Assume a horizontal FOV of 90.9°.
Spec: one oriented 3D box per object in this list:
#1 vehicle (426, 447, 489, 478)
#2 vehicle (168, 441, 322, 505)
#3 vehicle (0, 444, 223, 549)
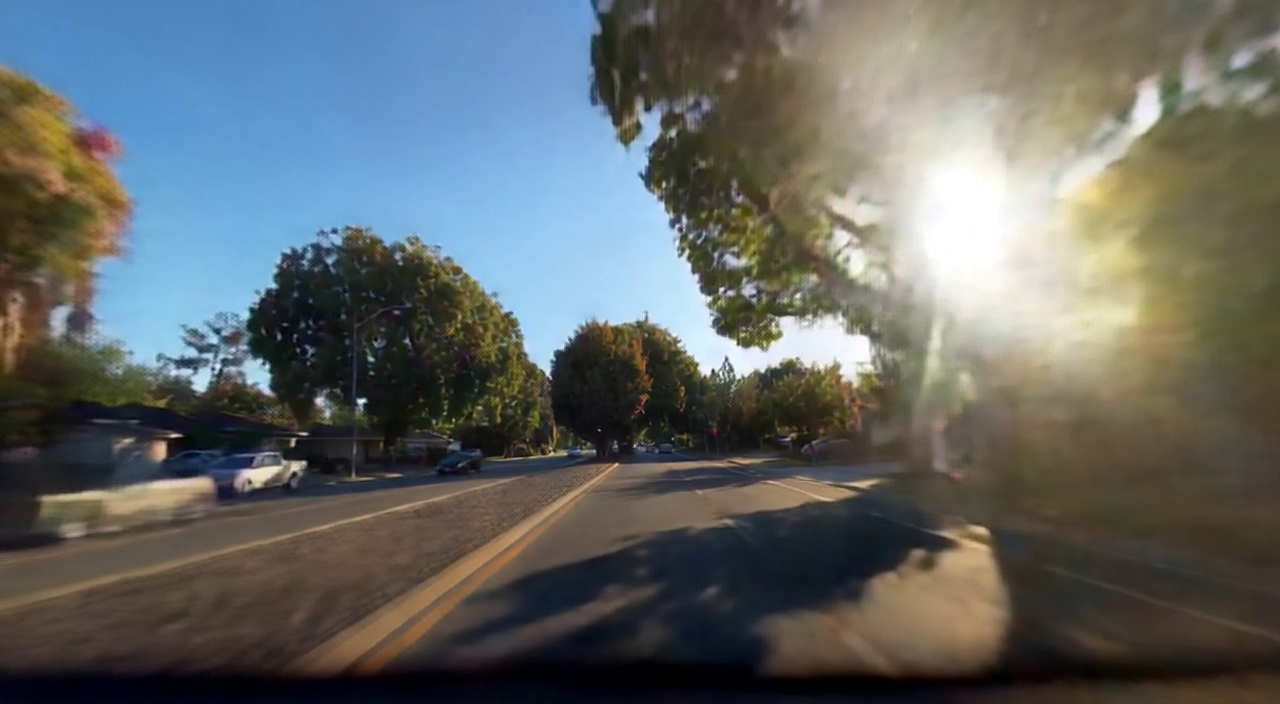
[{"bbox_3d":[-9.646,5.845,33.649,1.937,1.481,4.467,0,-9,1],"label":"vehicle"},{"bbox_3d":[-14.324,4.351,23.400,2.071,1.899,5.640,-4,-8,1],"label":"vehicle"},{"bbox_3d":[-10.480,2.606,12.145,1.913,1.641,4.243,0,-9,0],"label":"vehicle"}]
